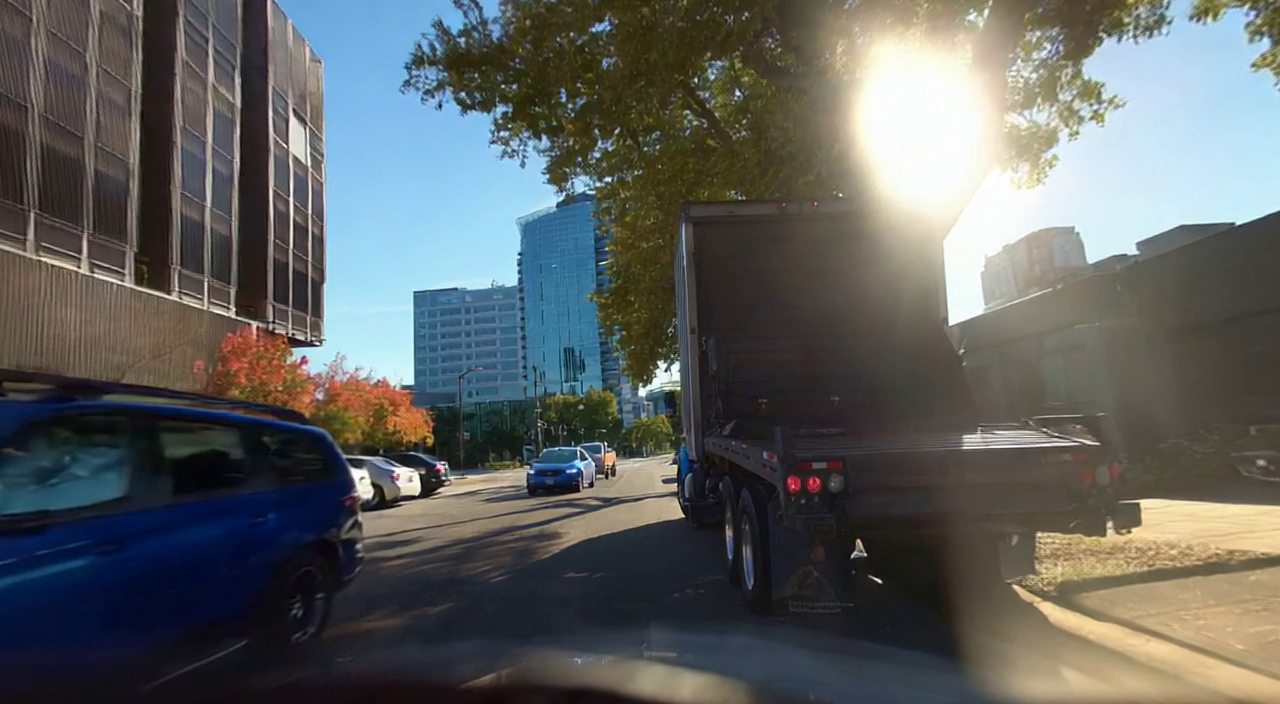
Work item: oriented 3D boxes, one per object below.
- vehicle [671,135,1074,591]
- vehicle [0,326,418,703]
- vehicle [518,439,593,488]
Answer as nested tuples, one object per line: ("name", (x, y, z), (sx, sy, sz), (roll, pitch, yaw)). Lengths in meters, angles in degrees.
("vehicle", (2.536, 0.843, 11.376), (3.320, 4.034, 11.553), (-1, -8, 6))
("vehicle", (-3.347, 1.020, 3.648), (2.223, 1.804, 4.746), (0, -8, 2))
("vehicle", (-2.898, 3.933, 22.569), (2.183, 1.563, 4.257), (0, -8, -2))
